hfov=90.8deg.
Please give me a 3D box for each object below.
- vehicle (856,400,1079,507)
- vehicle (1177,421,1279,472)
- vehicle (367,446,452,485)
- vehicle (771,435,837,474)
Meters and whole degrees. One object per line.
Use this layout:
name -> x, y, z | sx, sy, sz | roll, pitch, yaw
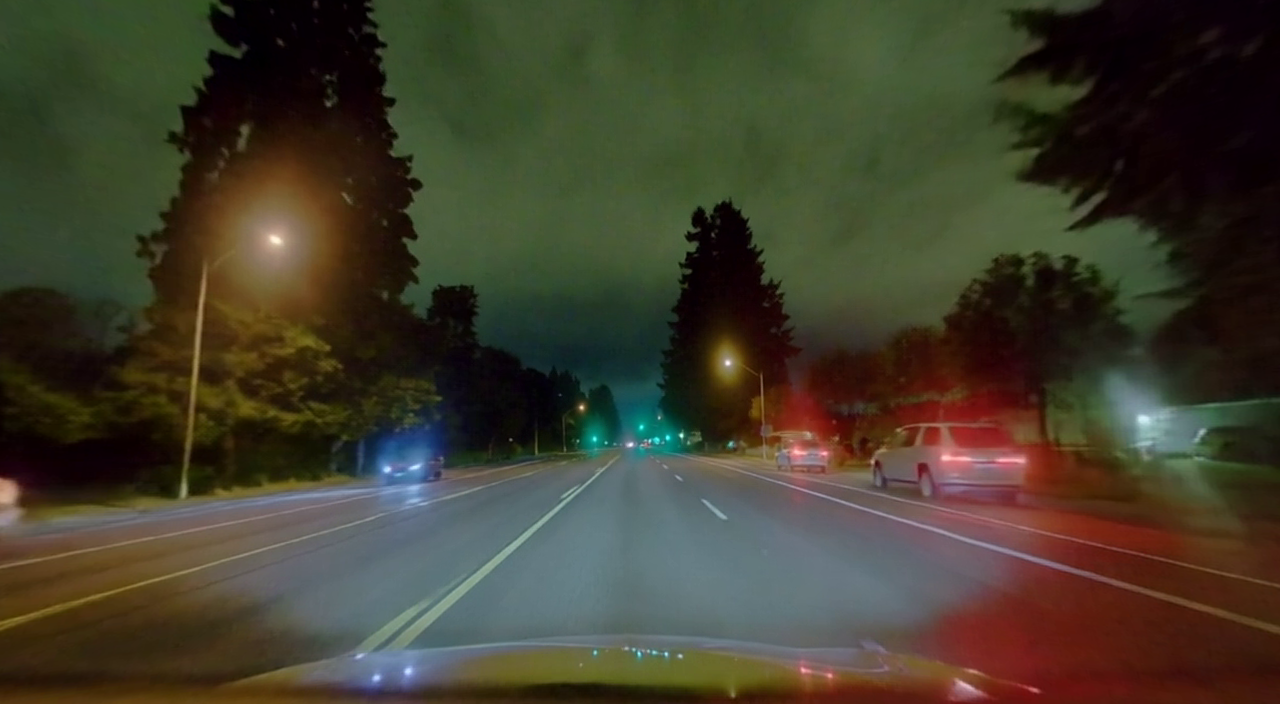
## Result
vehicle -> 7.467, 2.422, 15.439 | 2.278, 2.079, 5.861 | 0, -8, 0
vehicle -> 19.569, 2.869, 19.275 | 4.336, 1.480, 1.926 | -2, -8, 17
vehicle -> -9.753, 4.805, 27.111 | 1.910, 1.452, 4.447 | 0, -8, 1
vehicle -> 7.387, 4.673, 28.927 | 1.965, 1.623, 4.096 | 0, -8, 1
